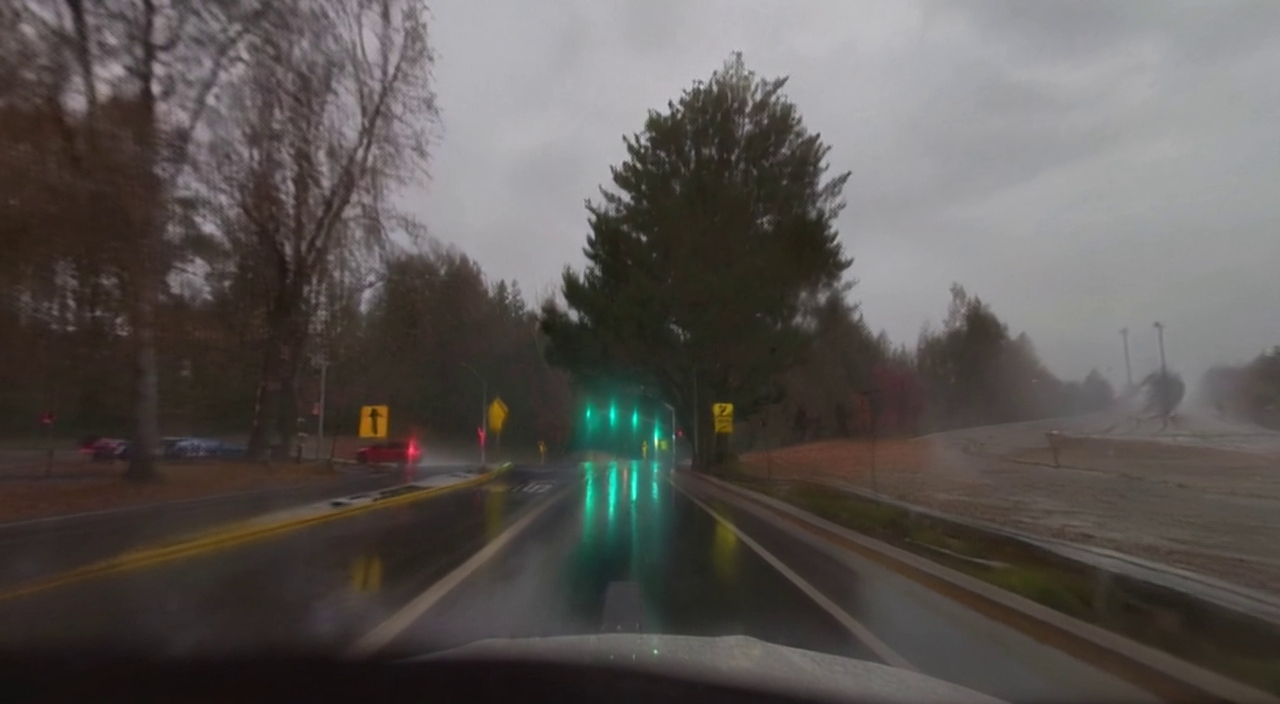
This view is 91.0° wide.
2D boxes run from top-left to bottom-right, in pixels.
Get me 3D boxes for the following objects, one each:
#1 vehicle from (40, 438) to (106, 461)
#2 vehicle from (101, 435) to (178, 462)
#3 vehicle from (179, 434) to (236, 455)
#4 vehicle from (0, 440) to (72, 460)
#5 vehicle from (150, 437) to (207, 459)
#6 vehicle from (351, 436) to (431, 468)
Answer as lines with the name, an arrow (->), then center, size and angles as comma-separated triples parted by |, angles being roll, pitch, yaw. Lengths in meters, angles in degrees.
vehicle -> -41.771, 7.184, 46.459 | 1.705, 1.596, 3.596 | 0, -8, -5
vehicle -> -36.778, 7.089, 46.417 | 1.951, 1.843, 4.498 | 0, -8, 0
vehicle -> -31.607, 6.753, 46.087 | 1.561, 1.438, 3.699 | -1, -9, 0
vehicle -> -44.217, 7.157, 46.113 | 1.778, 1.419, 3.660 | 0, -8, 0
vehicle -> -34.182, 7.115, 46.674 | 1.601, 1.494, 3.449 | 0, -8, 0
vehicle -> -16.271, 6.506, 41.169 | 4.529, 1.976, 2.002 | 5, -10, -30
